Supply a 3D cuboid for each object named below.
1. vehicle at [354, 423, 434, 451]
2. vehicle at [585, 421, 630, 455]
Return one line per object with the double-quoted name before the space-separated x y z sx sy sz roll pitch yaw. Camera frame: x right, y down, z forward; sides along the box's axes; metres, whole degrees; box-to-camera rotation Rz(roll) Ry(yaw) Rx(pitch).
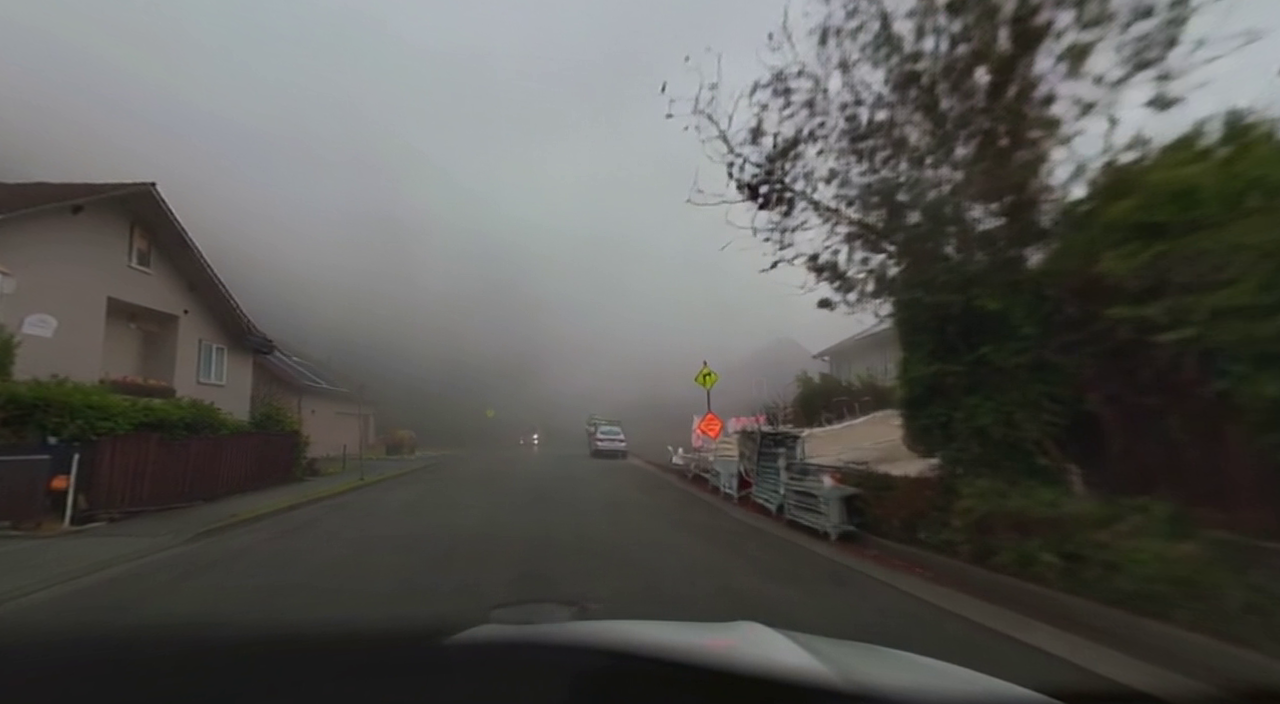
"vehicle" -15.630 5.435 40.184 4.205 1.745 2.121 1 -8 -2
"vehicle" -1.584 4.101 30.022 1.998 1.494 3.927 0 -8 -4
